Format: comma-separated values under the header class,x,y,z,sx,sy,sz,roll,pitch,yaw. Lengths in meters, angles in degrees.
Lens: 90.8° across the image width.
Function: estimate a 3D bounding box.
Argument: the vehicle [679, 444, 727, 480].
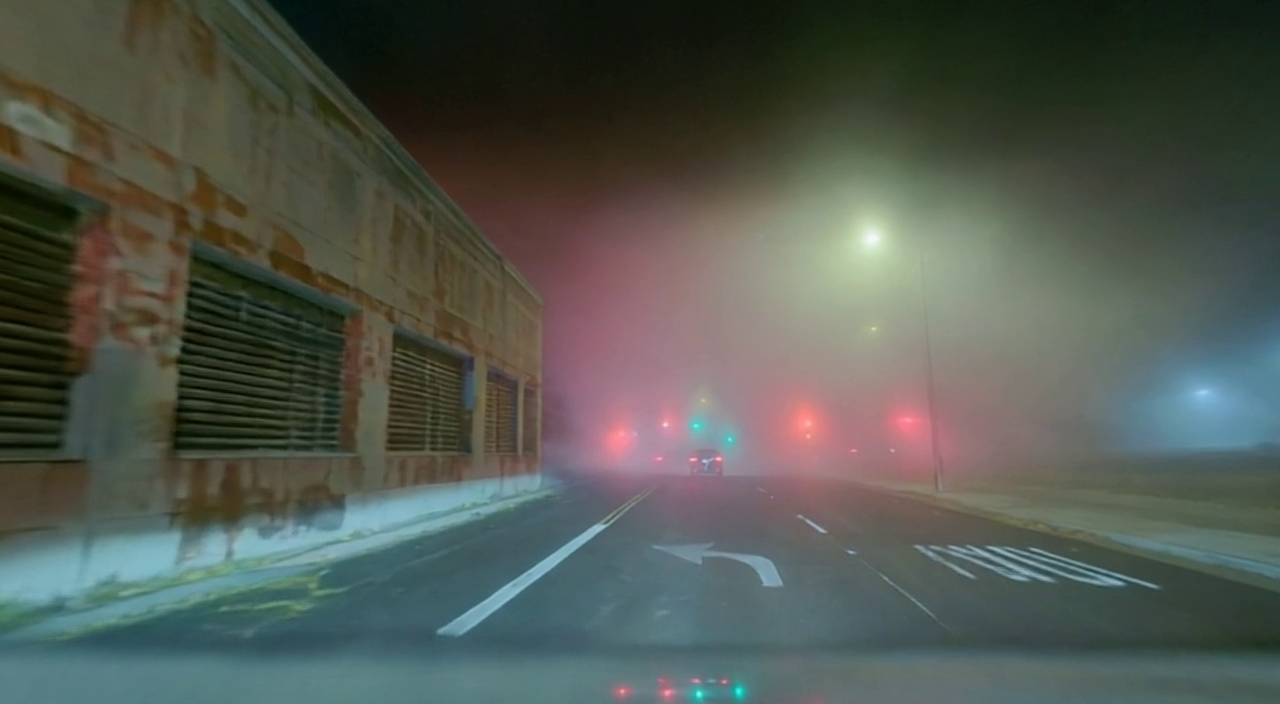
class,x,y,z,sx,sy,sz,roll,pitch,yaw
vehicle,3.147,5.450,31.672,2.218,1.657,4.551,-1,-8,6
